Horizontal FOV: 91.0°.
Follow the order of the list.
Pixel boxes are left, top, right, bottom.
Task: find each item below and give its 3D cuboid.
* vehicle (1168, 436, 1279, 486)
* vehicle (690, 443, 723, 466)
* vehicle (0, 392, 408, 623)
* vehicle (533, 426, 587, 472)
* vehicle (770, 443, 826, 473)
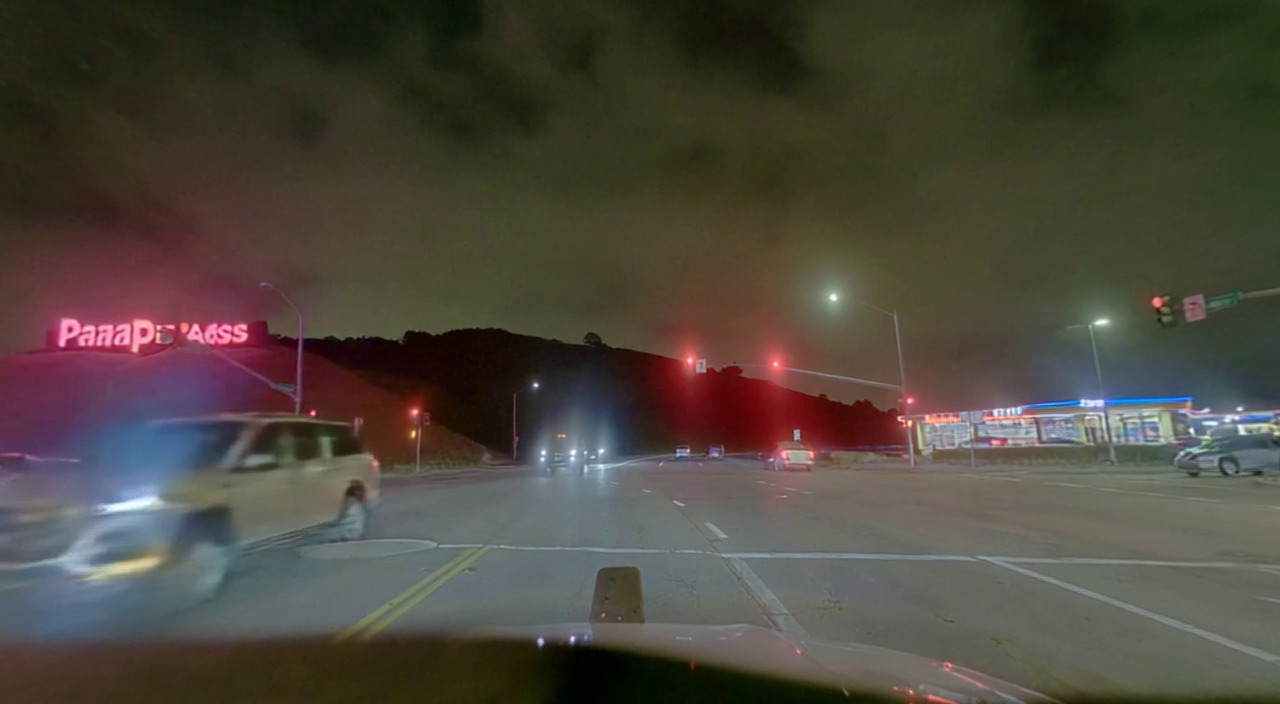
[{"bbox_3d":[25.042,4.467,26.072,4.546,1.944,2.051,1,-9,-5],"label":"vehicle"},{"bbox_3d":[5.099,7.932,48.865,1.855,1.622,4.167,1,-9,-4],"label":"vehicle"},{"bbox_3d":[-4.660,1.528,7.195,2.199,1.745,4.669,0,-8,0],"label":"vehicle"},{"bbox_3d":[-4.274,5.290,34.376,2.196,2.264,5.206,0,-8,1],"label":"vehicle"},{"bbox_3d":[8.918,5.993,35.875,1.911,1.594,4.378,0,-9,-2],"label":"vehicle"}]
